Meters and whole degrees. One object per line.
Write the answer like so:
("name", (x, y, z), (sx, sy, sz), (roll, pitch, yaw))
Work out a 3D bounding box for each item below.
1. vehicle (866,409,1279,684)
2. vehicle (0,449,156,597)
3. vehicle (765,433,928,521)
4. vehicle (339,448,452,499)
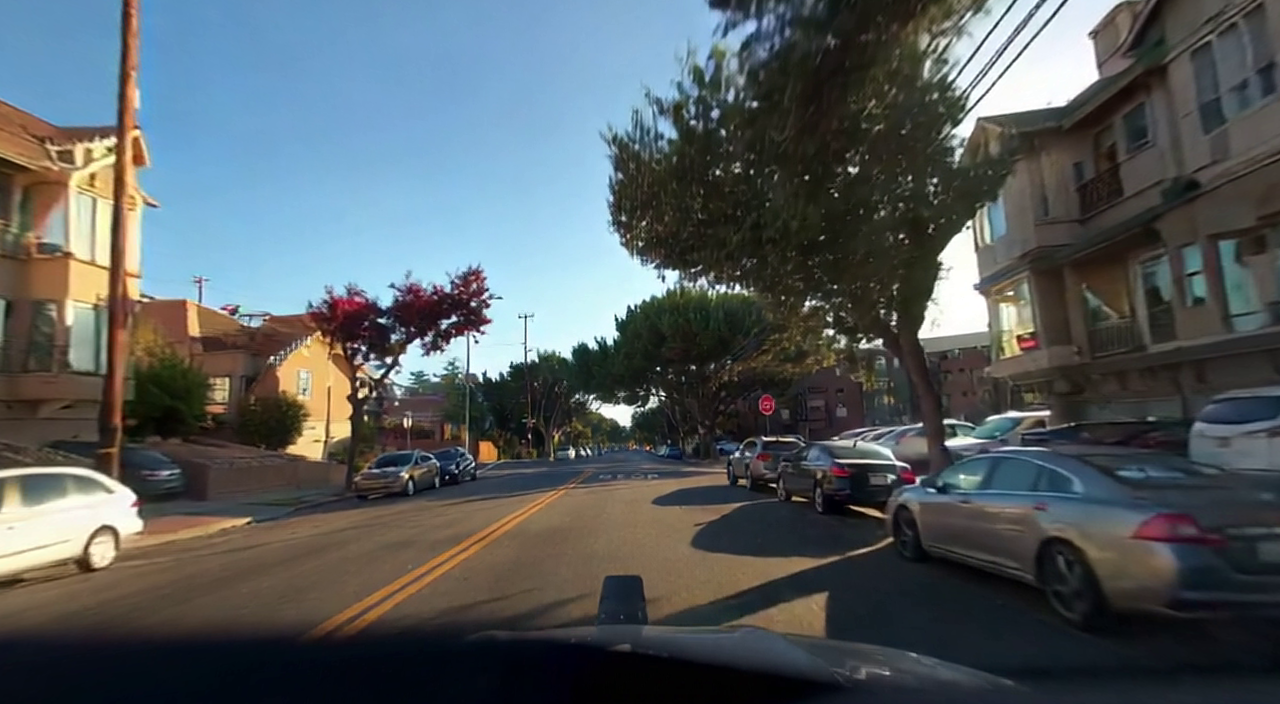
("vehicle", (4.053, 1.484, 5.996), (2.133, 1.586, 4.498), (0, -9, 0))
("vehicle", (-7.843, 1.850, 6.894), (1.962, 1.568, 3.939), (0, -9, 0))
("vehicle", (4.011, 2.503, 13.101), (1.846, 1.506, 4.165), (0, -9, -2))
("vehicle", (-7.904, 3.941, 20.967), (1.904, 1.488, 4.600), (0, -9, 0))
